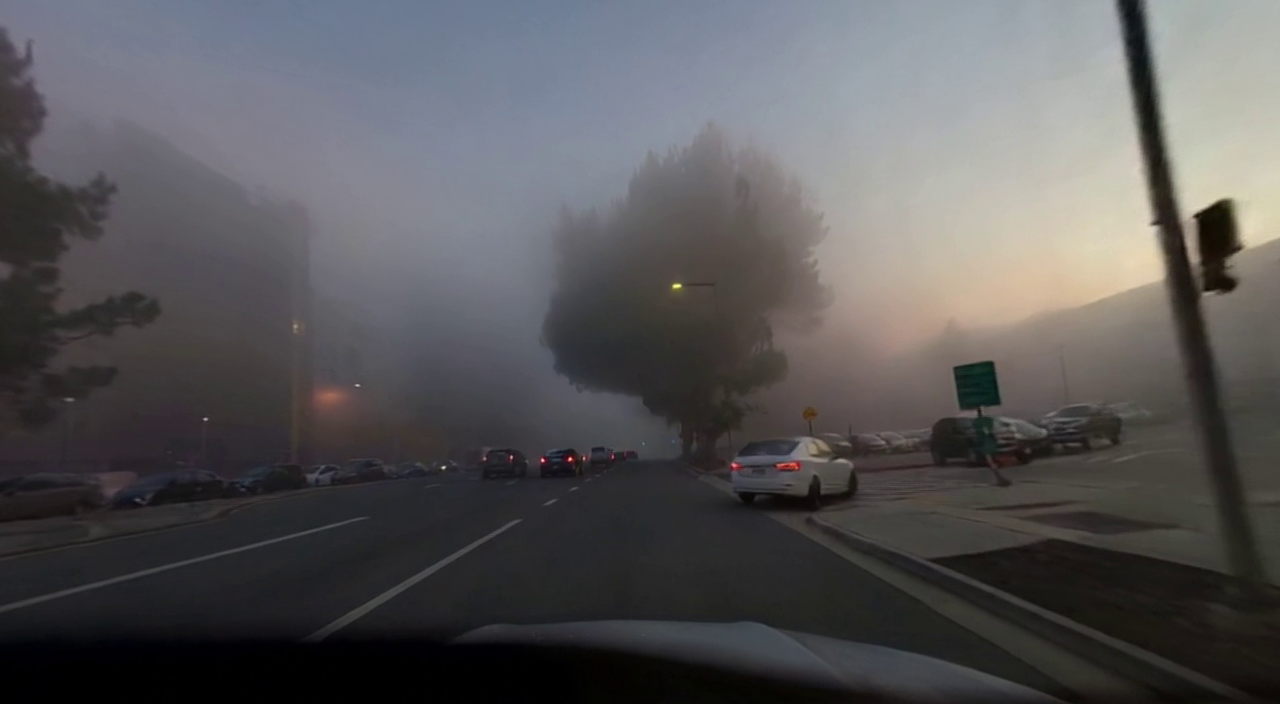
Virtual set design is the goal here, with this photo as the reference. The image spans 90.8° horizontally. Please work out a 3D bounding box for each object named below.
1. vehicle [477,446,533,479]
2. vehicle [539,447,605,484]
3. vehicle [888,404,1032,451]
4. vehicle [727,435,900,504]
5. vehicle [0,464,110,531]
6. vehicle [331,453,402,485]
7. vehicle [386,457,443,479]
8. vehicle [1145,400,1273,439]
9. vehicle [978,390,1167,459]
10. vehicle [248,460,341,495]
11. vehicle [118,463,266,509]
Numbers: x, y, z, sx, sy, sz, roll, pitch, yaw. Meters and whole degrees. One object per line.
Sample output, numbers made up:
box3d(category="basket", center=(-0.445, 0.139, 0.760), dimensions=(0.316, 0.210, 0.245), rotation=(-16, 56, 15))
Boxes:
box3d(category="vehicle", center=(-7.544, 6.212, 35.747), dimensions=(2.054, 1.744, 4.422), rotation=(0, -9, 1))
box3d(category="vehicle", center=(-2.950, 5.027, 28.379), dimensions=(2.235, 1.500, 4.420), rotation=(0, -9, 3))
box3d(category="vehicle", center=(14.233, 3.421, 28.388), dimensions=(5.161, 1.993, 2.293), rotation=(0, -9, 2))
box3d(category="vehicle", center=(4.565, 2.959, 16.323), dimensions=(4.504, 1.513, 2.208), rotation=(8, -12, -42))
box3d(category="vehicle", center=(-17.228, 3.869, 16.940), dimensions=(2.084, 1.624, 4.486), rotation=(0, -9, 1))
box3d(category="vehicle", center=(-16.374, 6.981, 38.082), dimensions=(2.073, 1.749, 4.770), rotation=(0, -9, 1))
box3d(category="vehicle", center=(-16.289, 8.383, 45.952), dimensions=(2.162, 1.480, 5.017), rotation=(0, -9, 1))
box3d(category="vehicle", center=(27.425, 3.336, 30.703), dimensions=(1.992, 1.498, 4.667), rotation=(-5, -9, 4))
box3d(category="vehicle", center=(14.868, 2.593, 21.696), dimensions=(6.193, 2.081, 2.569), rotation=(4, -10, -27))
box3d(category="vehicle", center=(-16.405, 5.953, 30.266), dimensions=(1.849, 1.472, 4.441), rotation=(0, -9, 1))
box3d(category="vehicle", center=(-16.659, 4.989, 23.879), dimensions=(1.981, 1.431, 4.862), rotation=(0, -9, 1))
